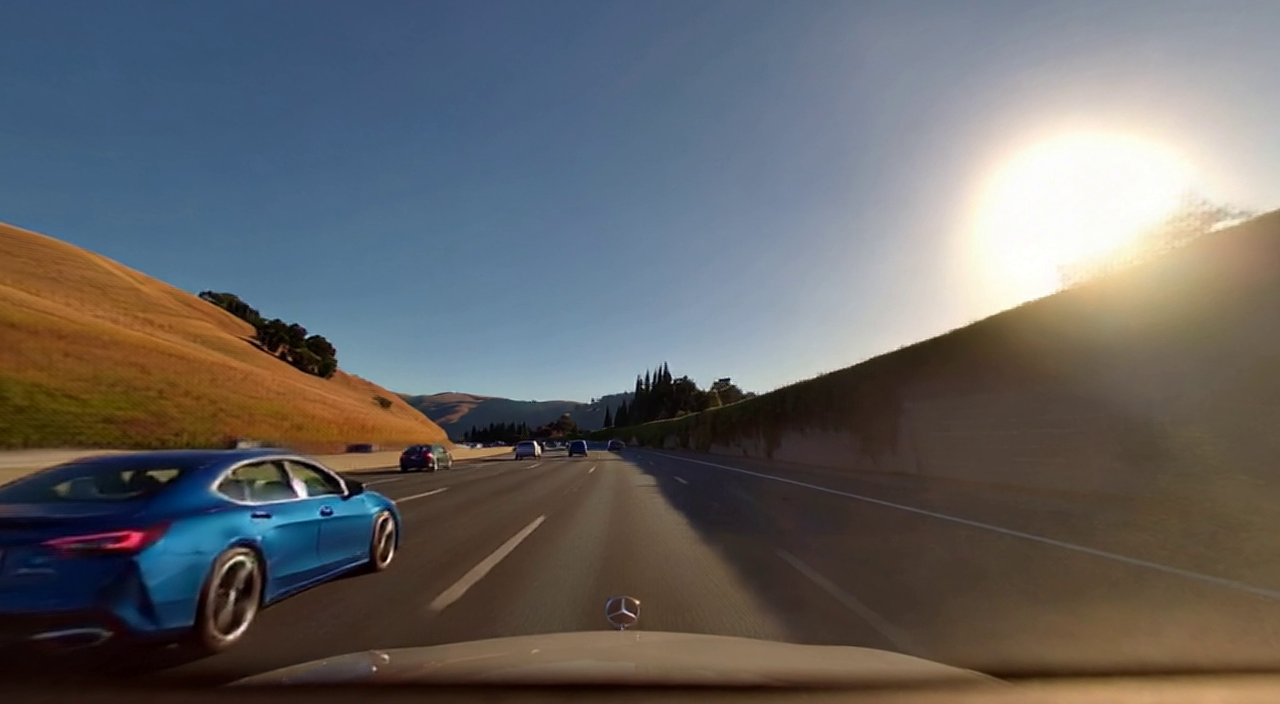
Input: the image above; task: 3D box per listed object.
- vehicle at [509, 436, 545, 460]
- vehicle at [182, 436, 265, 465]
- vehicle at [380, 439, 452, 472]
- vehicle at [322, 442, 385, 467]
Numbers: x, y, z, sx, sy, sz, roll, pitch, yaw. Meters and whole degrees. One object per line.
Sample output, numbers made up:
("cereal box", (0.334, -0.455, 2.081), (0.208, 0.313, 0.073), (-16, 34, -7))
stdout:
("vehicle", (-8.782, 7.516, 49.460), (2.074, 1.768, 4.805), (0, -9, -2))
("vehicle", (-27.957, 6.619, 42.666), (2.025, 1.781, 5.372), (0, -9, -2))
("vehicle", (-11.042, 5.121, 31.518), (1.949, 1.475, 4.740), (0, -9, -1))
("vehicle", (-17.375, 6.232, 38.529), (2.090, 1.422, 3.952), (0, -9, -1))
